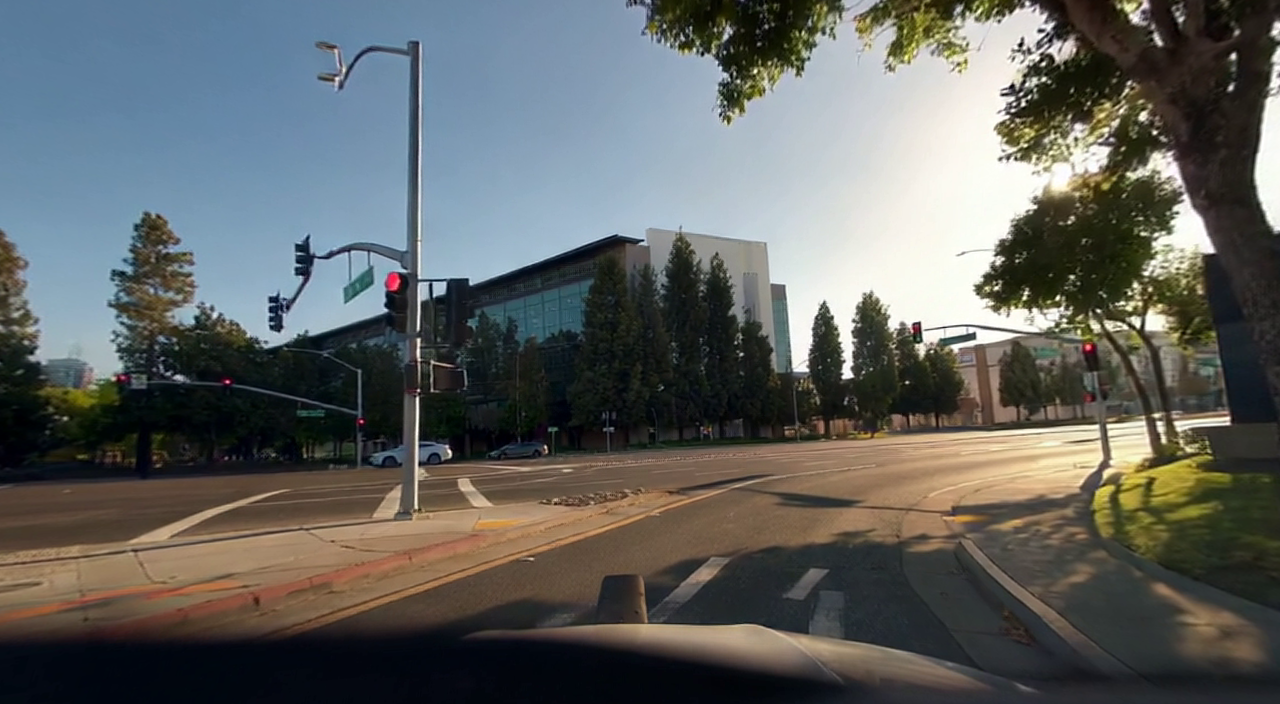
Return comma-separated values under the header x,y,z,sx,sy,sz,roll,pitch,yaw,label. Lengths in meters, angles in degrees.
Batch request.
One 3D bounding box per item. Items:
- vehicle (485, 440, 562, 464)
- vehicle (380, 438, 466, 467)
x,y,z,sx,sy,sz,roll,pitch,yaw,label
-7.403,6.362,40.211,4.527,1.444,1.811,6,-11,-37,vehicle
-13.997,6.496,40.763,4.782,1.776,2.118,6,-11,-36,vehicle
